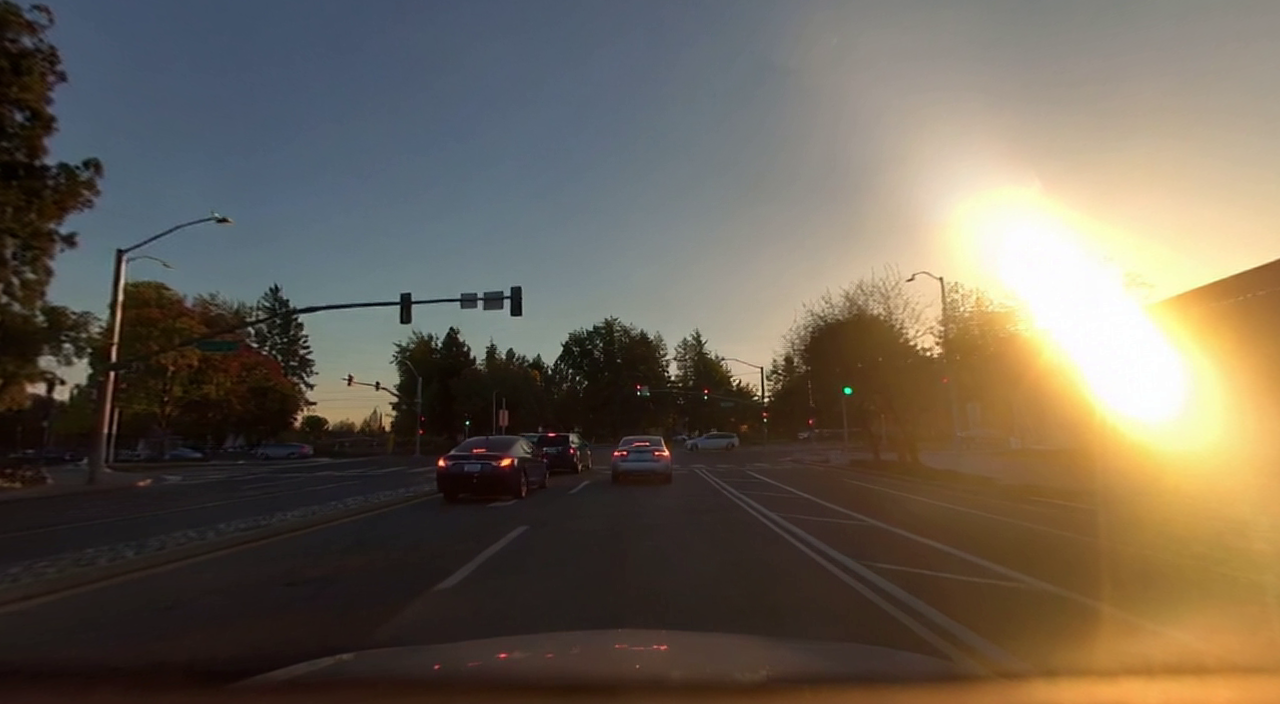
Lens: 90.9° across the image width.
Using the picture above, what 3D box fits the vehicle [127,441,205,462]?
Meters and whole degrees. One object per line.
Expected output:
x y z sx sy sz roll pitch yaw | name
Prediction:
-36.999 7.755 49.265 4.513 1.616 1.899 0 -8 1 | vehicle

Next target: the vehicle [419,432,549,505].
-3.584 2.767 15.415 1.942 1.497 4.561 0 -8 1 | vehicle

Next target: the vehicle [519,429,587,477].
-3.378 4.026 25.329 2.029 1.752 4.420 0 -8 1 | vehicle

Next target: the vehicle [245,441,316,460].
-28.053 7.698 49.274 4.423 1.444 1.836 0 -8 1 | vehicle

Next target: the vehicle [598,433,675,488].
-0.115 3.210 18.962 2.066 1.482 3.923 0 -8 0 | vehicle

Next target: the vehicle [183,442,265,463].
-30.053 7.251 45.622 4.708 1.467 1.819 0 -8 2 | vehicle
